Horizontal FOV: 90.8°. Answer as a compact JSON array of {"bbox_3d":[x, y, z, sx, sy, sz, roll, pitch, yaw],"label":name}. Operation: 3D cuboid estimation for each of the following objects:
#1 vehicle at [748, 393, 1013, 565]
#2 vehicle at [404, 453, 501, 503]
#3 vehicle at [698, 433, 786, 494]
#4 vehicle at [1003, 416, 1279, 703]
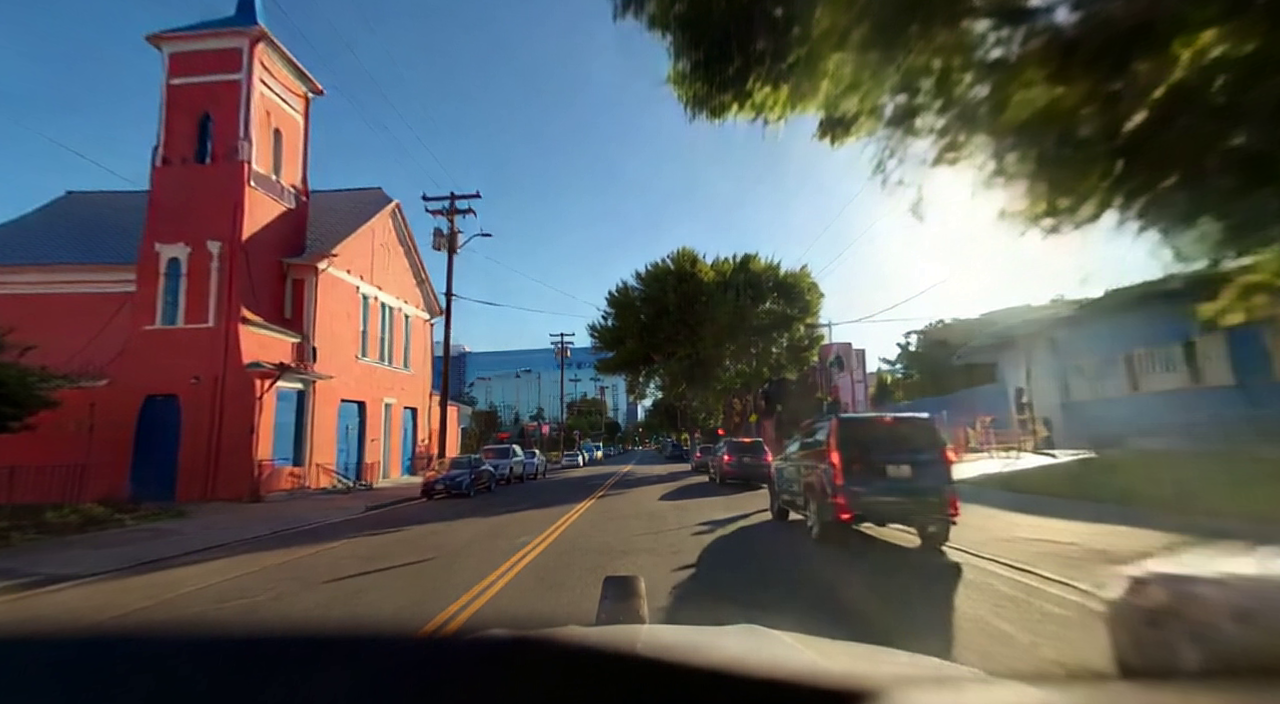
[{"bbox_3d":[3.234,1.863,9.913,2.263,1.996,4.870,0,-9,1],"label":"vehicle"},{"bbox_3d":[-6.276,4.255,21.743,1.844,1.486,4.474,-1,-9,2],"label":"vehicle"},{"bbox_3d":[3.350,3.789,21.789,2.182,1.824,4.622,0,-9,-1],"label":"vehicle"},{"bbox_3d":[3.102,0.828,1.285,1.966,1.471,4.552,0,-9,-1],"label":"vehicle"}]
